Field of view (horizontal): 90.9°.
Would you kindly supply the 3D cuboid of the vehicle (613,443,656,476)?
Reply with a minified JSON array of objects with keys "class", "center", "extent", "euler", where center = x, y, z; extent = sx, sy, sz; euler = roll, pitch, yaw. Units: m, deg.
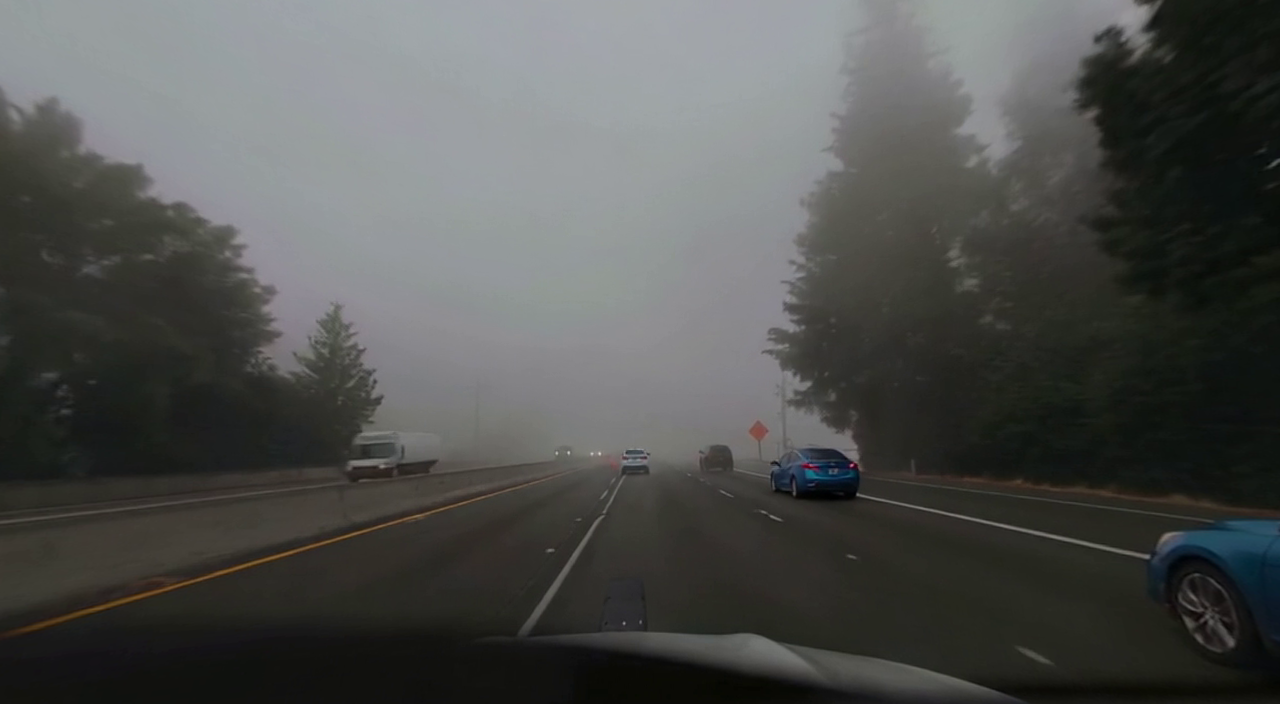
[{"class":"vehicle","center":[-0.244,5.482,32.471],"extent":[2.096,1.583,4.150],"euler":[0,-8,1]}]

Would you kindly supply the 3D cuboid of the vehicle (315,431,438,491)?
[{"class":"vehicle","center":[-8.758,3.658,21.535],"extent":[2.066,1.811,4.683],"euler":[0,-8,2]}]

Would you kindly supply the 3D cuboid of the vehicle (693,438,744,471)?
[{"class":"vehicle","center":[4.929,6.557,40.492],"extent":[2.559,1.943,5.610],"euler":[0,-8,1]}]

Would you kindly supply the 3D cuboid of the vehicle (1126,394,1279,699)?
[{"class":"vehicle","center":[4.320,0.820,1.964],"extent":[1.997,1.568,4.529],"euler":[0,-8,0]}]

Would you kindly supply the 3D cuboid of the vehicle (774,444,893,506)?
[{"class":"vehicle","center":[4.920,3.166,16.688],"extent":[1.881,1.409,4.016],"euler":[0,-8,0]}]
